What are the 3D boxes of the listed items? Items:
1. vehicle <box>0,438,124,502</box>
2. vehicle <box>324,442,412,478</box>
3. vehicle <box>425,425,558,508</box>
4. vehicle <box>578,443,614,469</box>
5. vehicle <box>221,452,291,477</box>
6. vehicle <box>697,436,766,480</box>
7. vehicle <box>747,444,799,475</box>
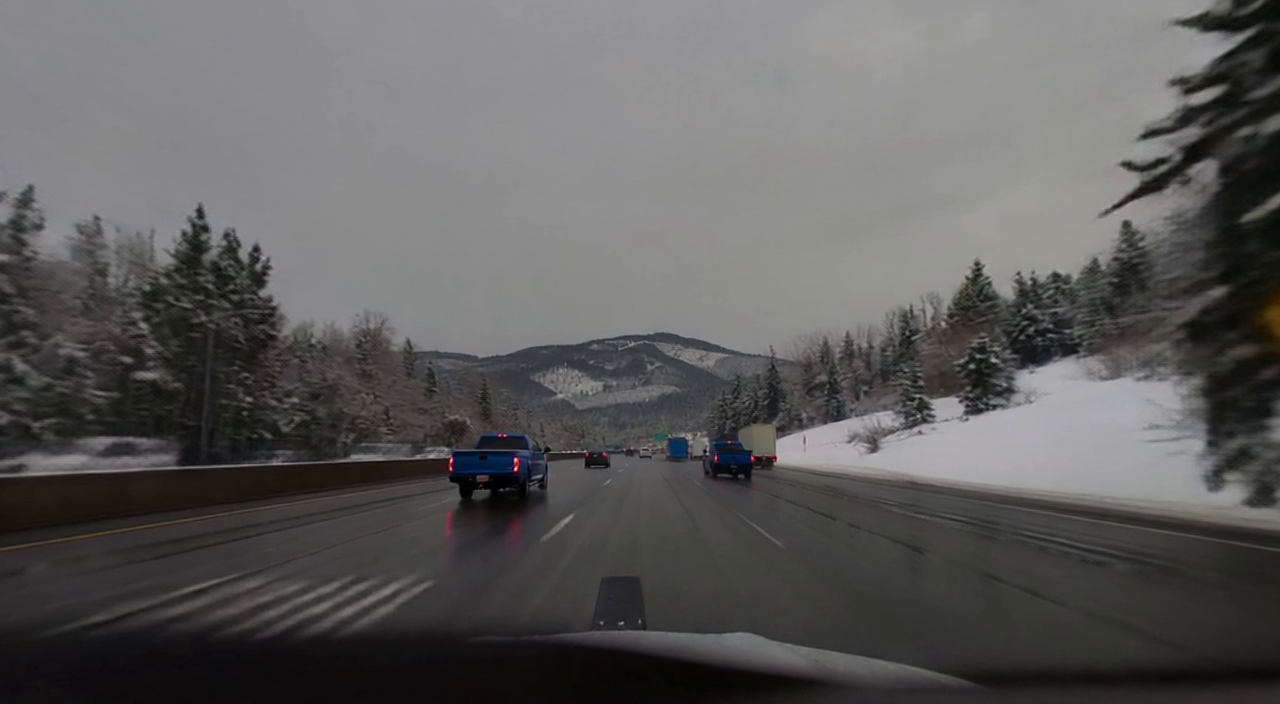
[{"bbox_3d":[-17.134,3.192,17.396,1.963,1.590,4.486,0,-8,1],"label":"vehicle"},{"bbox_3d":[-13.054,5.185,30.684,2.126,1.607,4.817,0,-8,0],"label":"vehicle"},{"bbox_3d":[-3.708,2.968,16.906,2.227,1.853,5.161,0,-8,1],"label":"vehicle"},{"bbox_3d":[-3.187,7.611,46.534,2.235,1.785,4.386,0,-8,1],"label":"vehicle"},{"bbox_3d":[-25.155,7.353,41.542,1.769,1.450,4.479,0,-8,1],"label":"vehicle"},{"bbox_3d":[4.329,5.109,30.805,2.424,1.952,5.611,0,-8,-1],"label":"vehicle"},{"bbox_3d":[7.989,6.471,38.244,2.104,1.724,4.701,0,-8,0],"label":"vehicle"}]
